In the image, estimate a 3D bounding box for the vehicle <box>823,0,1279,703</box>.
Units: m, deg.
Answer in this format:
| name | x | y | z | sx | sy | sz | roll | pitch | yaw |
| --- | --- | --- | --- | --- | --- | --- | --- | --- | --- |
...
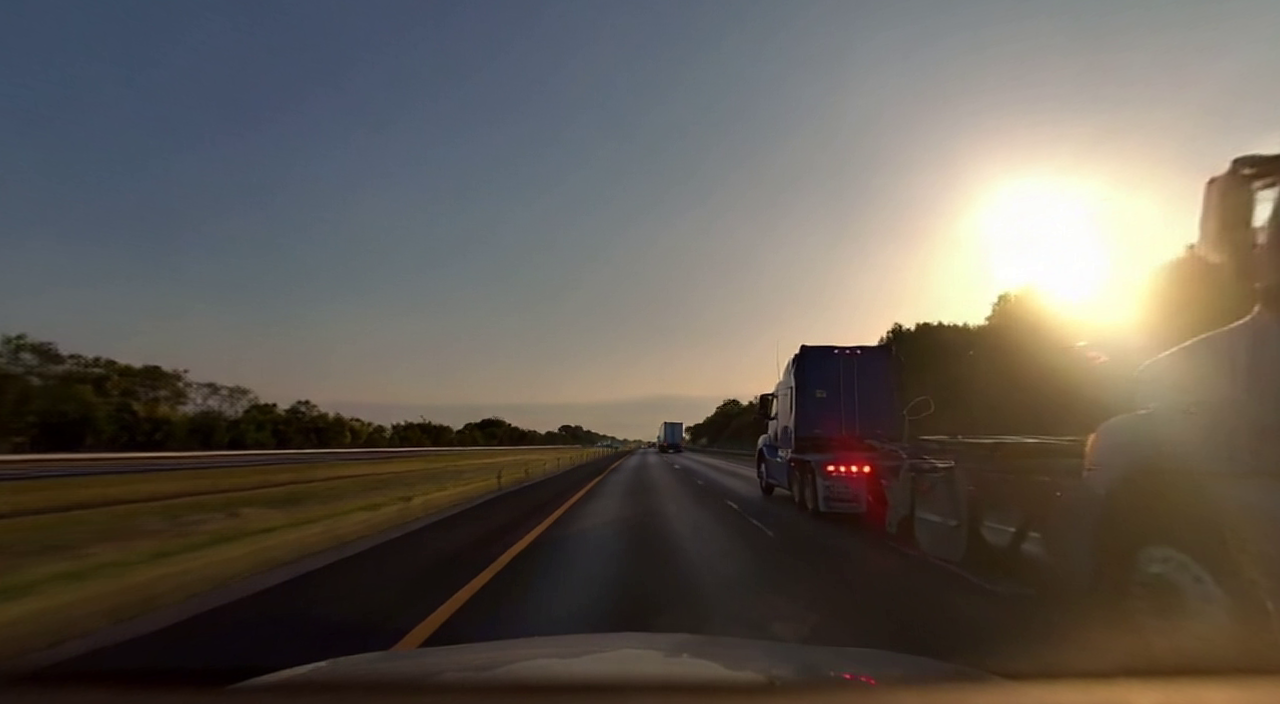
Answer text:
| name | x | y | z | sx | sy | sz | roll | pitch | yaw |
| --- | --- | --- | --- | --- | --- | --- | --- | --- | --- |
| vehicle | 3.987 | -0.388 | 0.244 | 2.976 | 4.114 | 16.788 | 0 | -8 | 1 |
